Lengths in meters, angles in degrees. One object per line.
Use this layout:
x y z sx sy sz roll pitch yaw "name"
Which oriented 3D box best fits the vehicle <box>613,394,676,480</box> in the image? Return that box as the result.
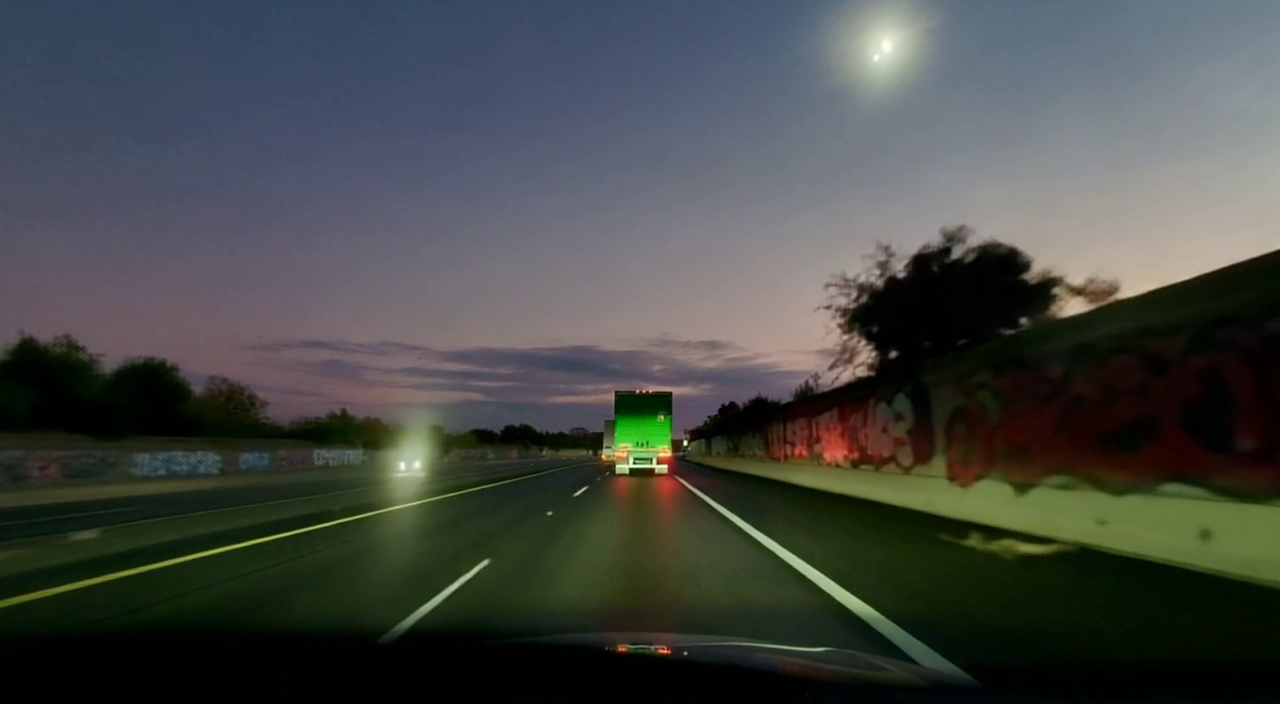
0.117 4.756 34.524 2.900 3.955 10.151 0 -9 -1 "vehicle"
